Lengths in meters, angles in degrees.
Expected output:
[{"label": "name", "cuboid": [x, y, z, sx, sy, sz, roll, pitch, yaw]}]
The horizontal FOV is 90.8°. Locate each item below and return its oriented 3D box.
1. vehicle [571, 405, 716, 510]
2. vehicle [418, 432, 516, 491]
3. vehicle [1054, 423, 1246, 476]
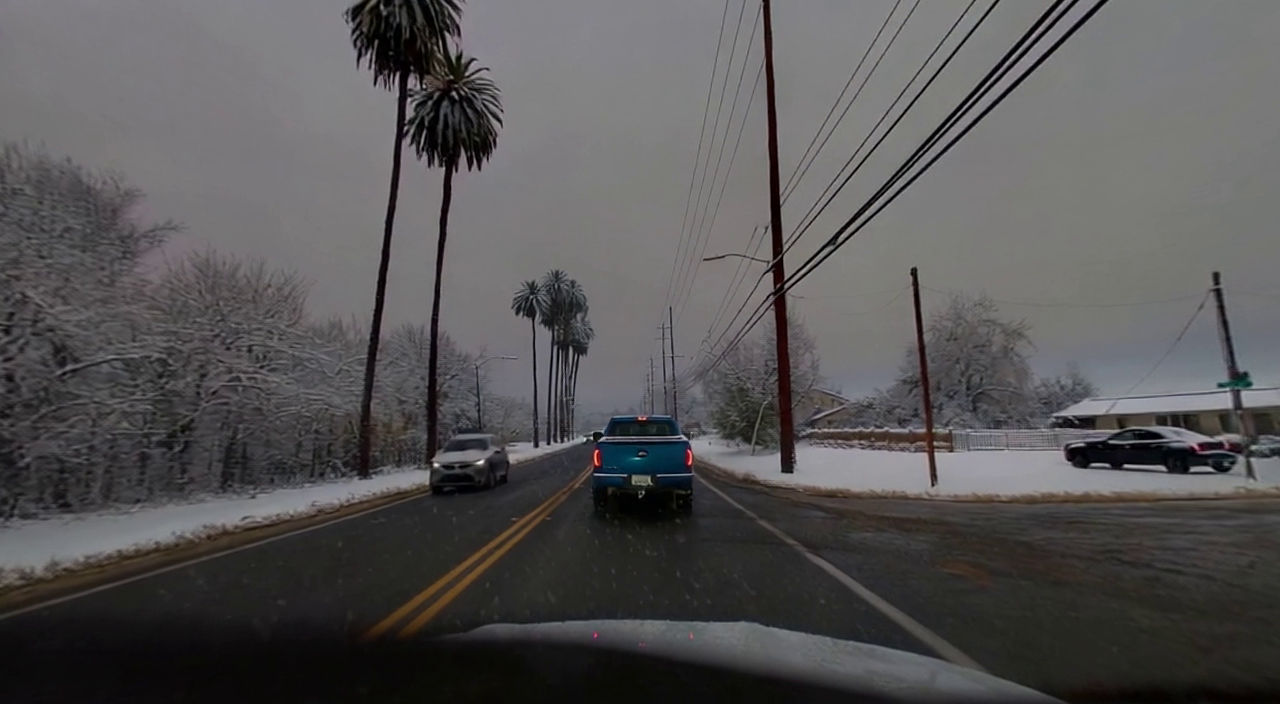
[{"label": "vehicle", "cuboid": [-0.011, 2.500, 15.415, 2.848, 2.047, 5.885, 0, -8, -2]}, {"label": "vehicle", "cuboid": [-5.499, 3.527, 20.717, 2.140, 1.706, 4.229, 0, -8, -2]}, {"label": "vehicle", "cuboid": [20.314, 3.950, 25.740, 2.277, 1.836, 6.267, 0, -9, -4]}]
